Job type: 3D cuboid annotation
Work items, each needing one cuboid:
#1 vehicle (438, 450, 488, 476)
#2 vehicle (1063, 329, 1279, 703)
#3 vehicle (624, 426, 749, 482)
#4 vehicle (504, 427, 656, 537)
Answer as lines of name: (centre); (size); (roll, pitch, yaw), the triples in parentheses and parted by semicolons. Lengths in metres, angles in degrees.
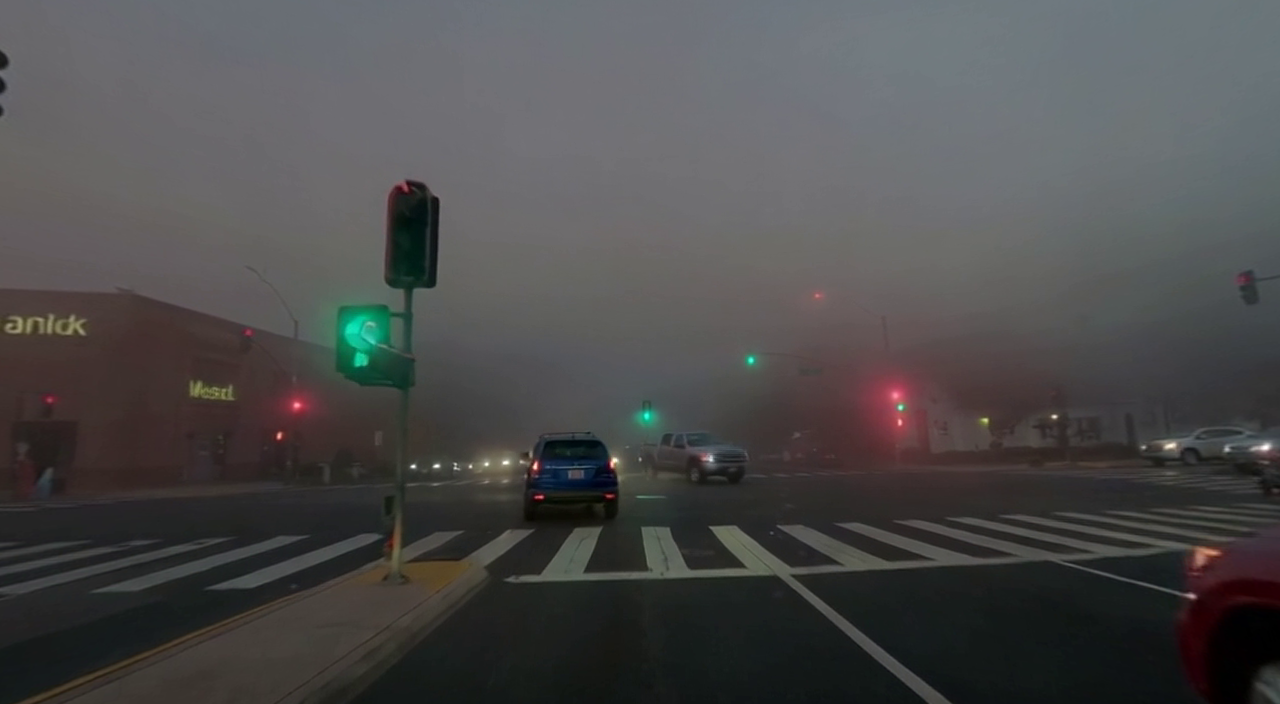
vehicle: (-11.844, 7.455, 42.531); (2.005, 1.596, 4.342); (-1, -9, 1)
vehicle: (3.203, 0.581, 0.945); (2.040, 1.674, 4.455); (0, -9, 0)
vehicle: (1.888, 4.541, 28.446); (2.708, 2.200, 5.960); (5, -10, -30)
vehicle: (-1.428, 2.486, 12.805); (2.238, 1.762, 4.445); (2, -9, -16)
